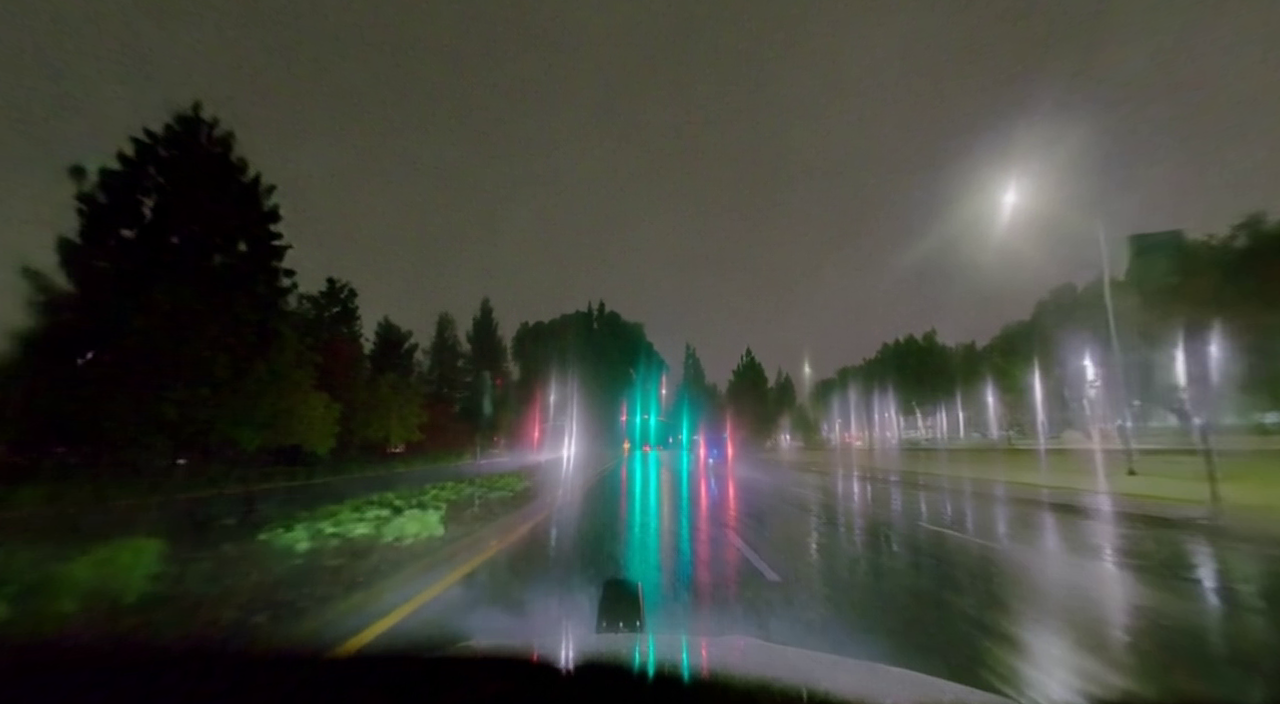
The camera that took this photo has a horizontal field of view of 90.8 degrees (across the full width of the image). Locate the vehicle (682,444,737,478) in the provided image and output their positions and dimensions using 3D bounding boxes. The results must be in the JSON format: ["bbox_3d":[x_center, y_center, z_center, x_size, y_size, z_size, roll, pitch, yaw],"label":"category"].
[{"bbox_3d":[3.191,5.100,29.774,2.056,1.483,4.091,0,-8,-2],"label":"vehicle"}]
